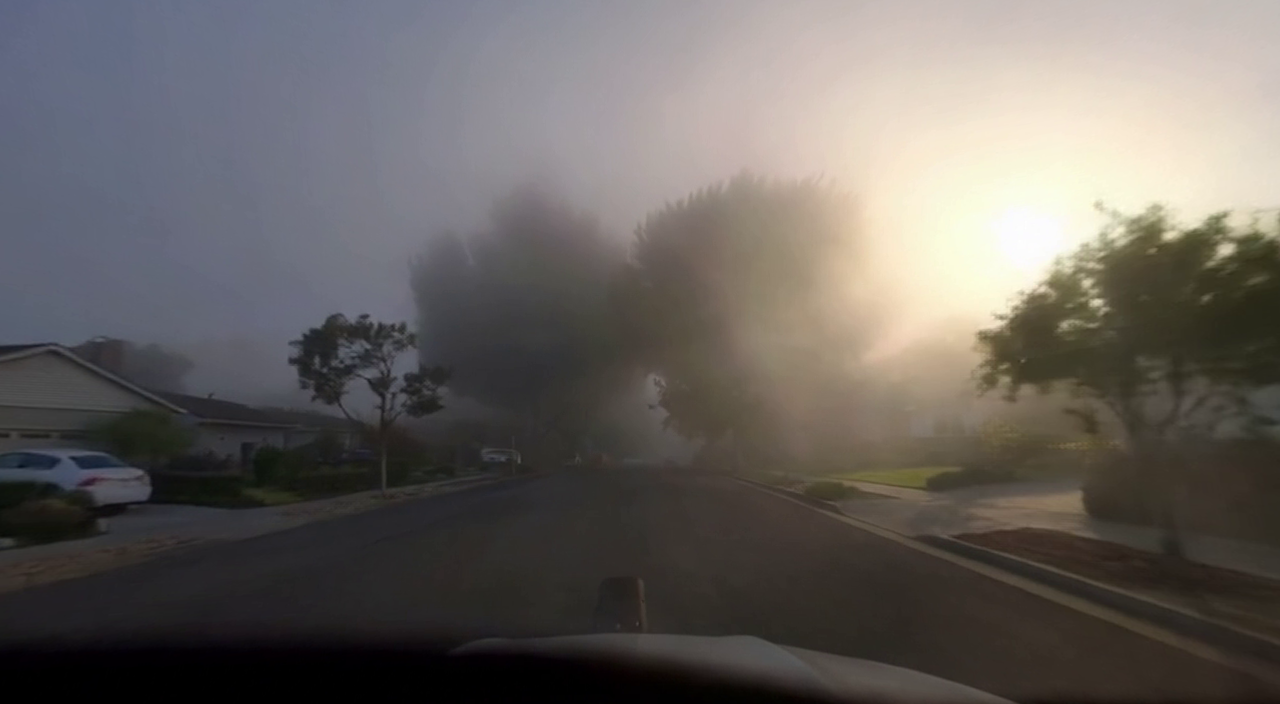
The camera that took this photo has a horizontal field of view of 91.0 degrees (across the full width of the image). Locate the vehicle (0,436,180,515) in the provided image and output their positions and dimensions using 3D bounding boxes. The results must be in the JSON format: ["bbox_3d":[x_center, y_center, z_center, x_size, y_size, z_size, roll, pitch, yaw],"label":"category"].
[{"bbox_3d":[-13.810,2.803,14.565,4.850,1.676,1.920,0,-9,4],"label":"vehicle"}]
